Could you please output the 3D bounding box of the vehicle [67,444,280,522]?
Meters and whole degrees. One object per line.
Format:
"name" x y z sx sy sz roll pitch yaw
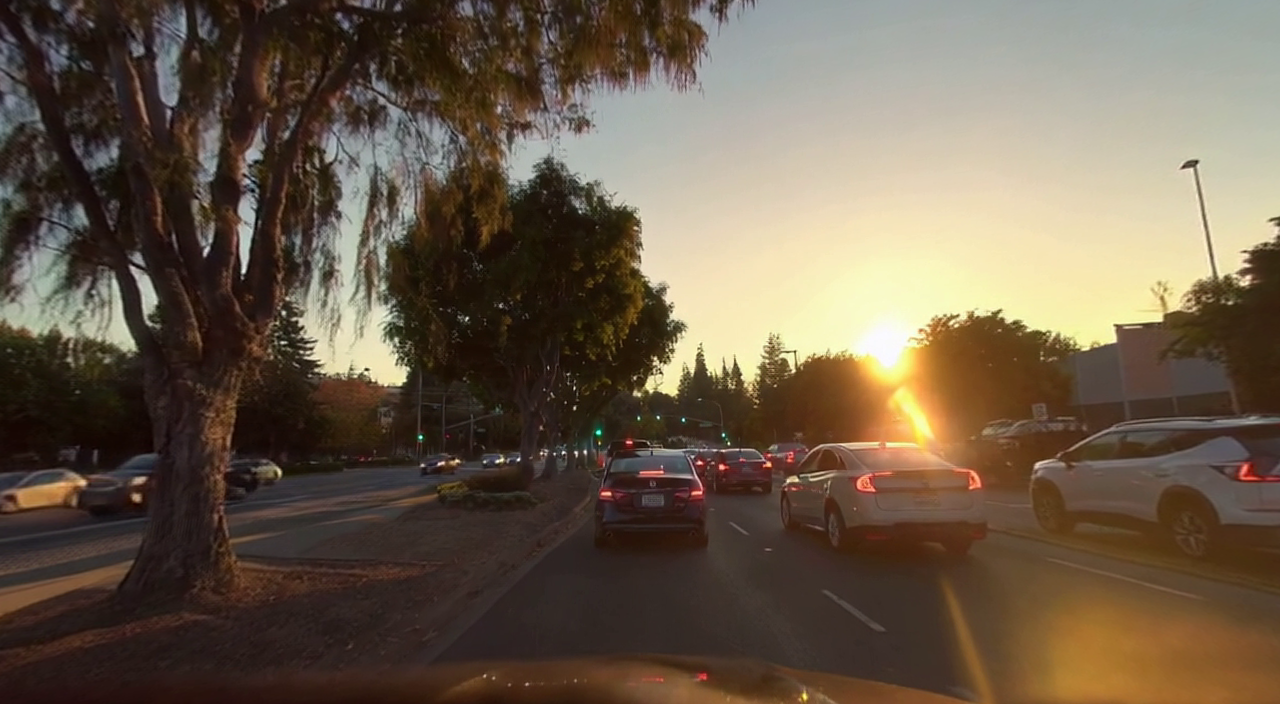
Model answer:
"vehicle" -11.562 3.222 16.201 1.980 1.675 4.581 0 -9 0

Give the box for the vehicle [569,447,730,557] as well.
"vehicle" 0.085 2.173 9.944 1.990 1.347 4.067 0 -9 -1

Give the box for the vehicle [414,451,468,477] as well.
"vehicle" -12.429 6.999 39.777 1.943 1.467 4.442 0 -9 0

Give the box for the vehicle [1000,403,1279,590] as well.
"vehicle" 6.907 1.667 8.050 1.987 1.730 4.373 0 -9 -1

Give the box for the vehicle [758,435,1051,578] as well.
"vehicle" 3.182 1.960 9.014 1.970 1.445 4.974 0 -9 -1

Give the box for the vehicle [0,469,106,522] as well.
"vehicle" -18.385 4.185 18.641 1.798 1.333 3.944 0 -9 -1
